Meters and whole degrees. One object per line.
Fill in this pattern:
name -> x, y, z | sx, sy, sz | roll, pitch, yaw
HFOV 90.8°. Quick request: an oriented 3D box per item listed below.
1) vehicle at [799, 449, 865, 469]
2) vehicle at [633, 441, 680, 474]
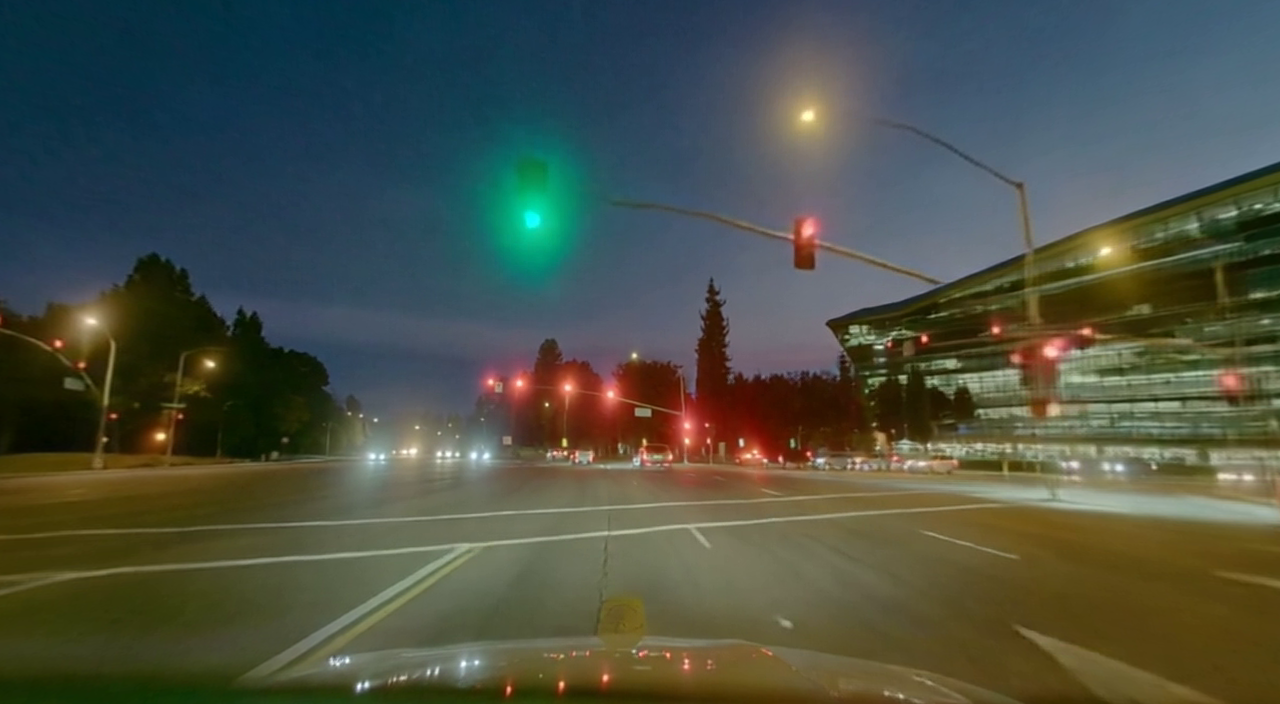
vehicle -> 14.437, 7.990, 47.489 | 4.538, 1.417, 1.948 | 4, -9, -26
vehicle -> 0.856, 5.896, 35.454 | 2.024, 1.724, 3.928 | 1, -9, -7
